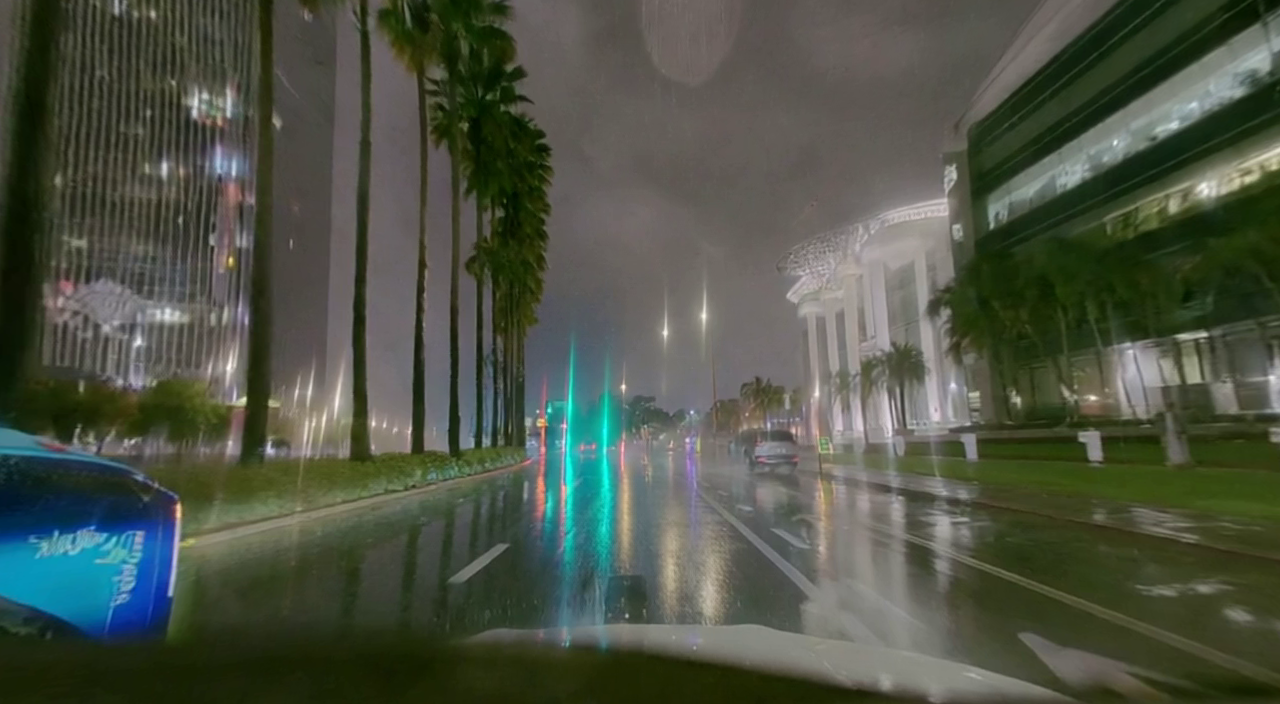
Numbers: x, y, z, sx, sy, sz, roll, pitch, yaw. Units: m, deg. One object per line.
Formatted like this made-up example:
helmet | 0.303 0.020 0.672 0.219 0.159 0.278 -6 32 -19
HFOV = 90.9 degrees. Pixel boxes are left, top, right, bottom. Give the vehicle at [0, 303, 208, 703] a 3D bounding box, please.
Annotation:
vehicle | -3.606 0.543 1.254 2.120 1.826 4.737 0 -8 0

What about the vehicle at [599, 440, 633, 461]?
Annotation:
vehicle | -1.794 7.152 45.889 2.107 1.481 4.097 1 -8 -8

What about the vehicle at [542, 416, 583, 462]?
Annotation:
vehicle | -5.772 6.557 47.244 2.678 3.042 8.474 2 -9 -6

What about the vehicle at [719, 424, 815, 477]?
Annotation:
vehicle | 4.869 3.905 25.145 2.212 1.854 5.419 1 -8 -6
